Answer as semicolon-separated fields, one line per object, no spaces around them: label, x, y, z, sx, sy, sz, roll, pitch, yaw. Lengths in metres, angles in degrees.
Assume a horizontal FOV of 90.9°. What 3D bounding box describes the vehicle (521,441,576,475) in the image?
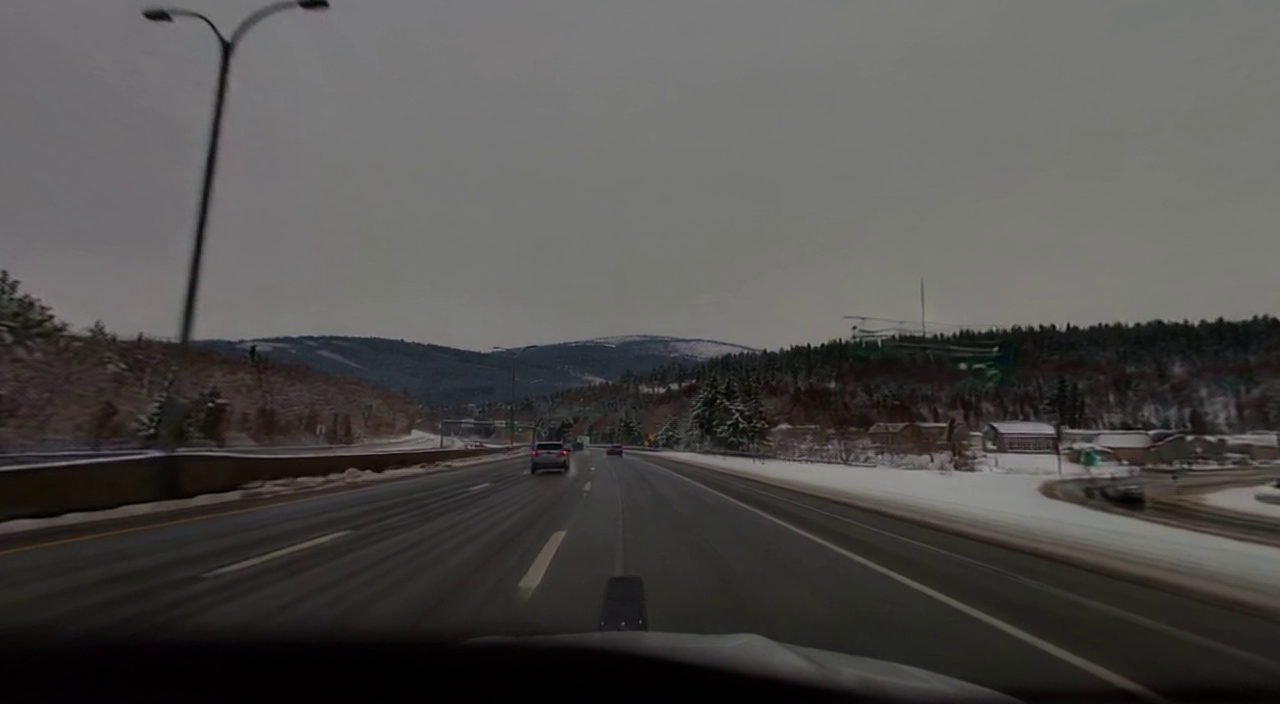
vehicle;-4.244;4.980;29.978;2.193;1.497;4.337;0;-8;-3
